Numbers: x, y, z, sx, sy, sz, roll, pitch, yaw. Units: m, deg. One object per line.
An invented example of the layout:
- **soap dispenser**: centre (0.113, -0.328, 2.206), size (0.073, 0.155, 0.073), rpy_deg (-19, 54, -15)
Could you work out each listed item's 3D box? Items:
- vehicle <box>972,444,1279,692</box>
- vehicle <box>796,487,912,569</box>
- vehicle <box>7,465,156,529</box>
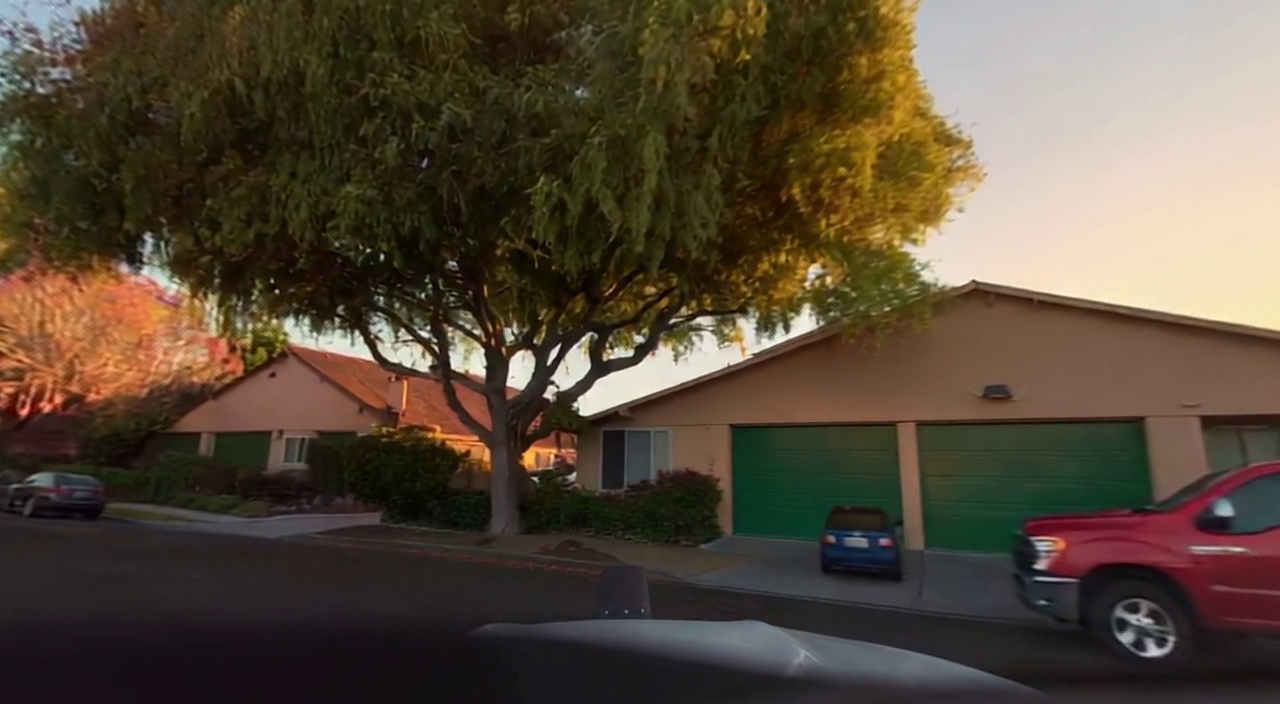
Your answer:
- **vehicle**: centre (6.088, 1.735, 5.375), size (5.600, 1.835, 2.161), rpy_deg (-4, -10, 29)
- **vehicle**: centre (5.252, 4.134, 15.181), size (1.869, 1.460, 3.826), rpy_deg (-9, -12, 27)
- **vehicle**: centre (-15.669, 3.963, 17.671), size (4.148, 1.473, 1.744), rpy_deg (-4, -10, 30)
